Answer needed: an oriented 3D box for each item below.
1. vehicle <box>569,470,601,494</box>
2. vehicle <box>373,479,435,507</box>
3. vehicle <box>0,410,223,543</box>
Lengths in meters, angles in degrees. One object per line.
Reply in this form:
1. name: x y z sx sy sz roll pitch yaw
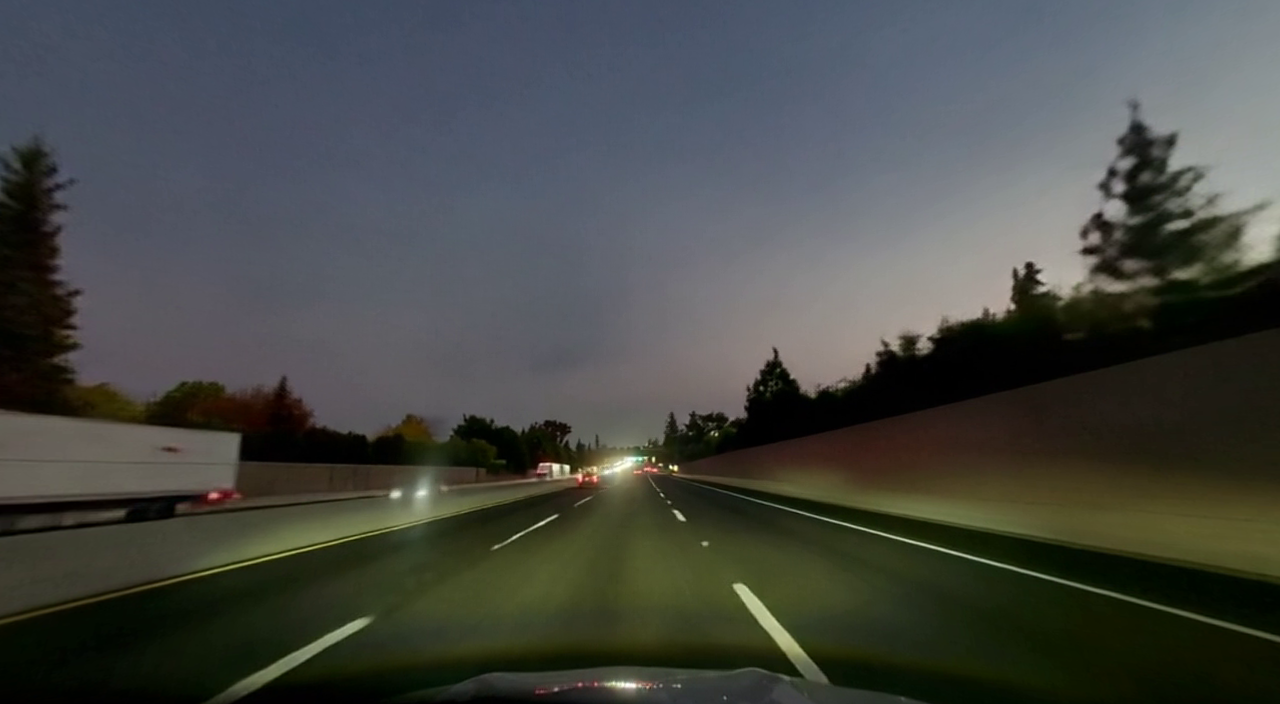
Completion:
1. vehicle: -3.562 8.484 41.337 1.863 1.486 3.852 1 -10 -1
2. vehicle: -13.330 7.965 35.856 1.913 1.406 4.019 0 -10 1
3. vehicle: -21.666 4.513 23.113 3.036 4.098 14.145 1 -11 0
